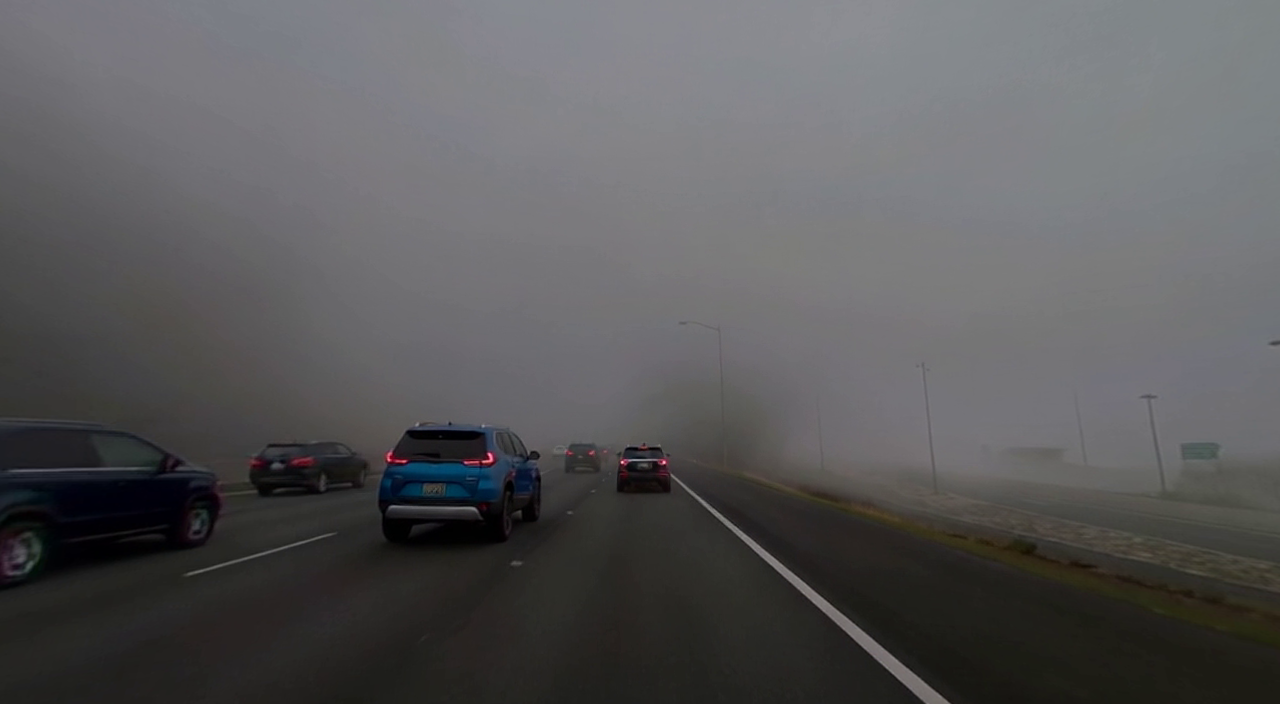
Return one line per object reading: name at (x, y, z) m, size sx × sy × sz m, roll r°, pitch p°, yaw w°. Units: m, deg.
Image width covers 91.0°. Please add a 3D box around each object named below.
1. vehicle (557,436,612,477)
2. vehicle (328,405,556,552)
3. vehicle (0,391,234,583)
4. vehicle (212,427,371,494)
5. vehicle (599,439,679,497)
vehicle at (-2.520, 4.892, 29.688) m, size 2.125 × 1.771 × 4.721 m, roll 0°, pitch -9°, yaw 0°
vehicle at (-2.725, 1.877, 9.903) m, size 2.123 × 1.798 × 4.108 m, roll 0°, pitch -9°, yaw 2°
vehicle at (-7.214, 1.451, 7.049) m, size 2.162 × 1.823 × 4.566 m, roll 0°, pitch -9°, yaw 1°
vehicle at (-10.275, 3.236, 19.094) m, size 2.011 × 1.751 × 4.712 m, roll 0°, pitch -9°, yaw 1°
vehicle at (-0.067, 3.327, 18.373) m, size 2.068 × 1.488 × 4.045 m, roll 0°, pitch -9°, yaw -1°
